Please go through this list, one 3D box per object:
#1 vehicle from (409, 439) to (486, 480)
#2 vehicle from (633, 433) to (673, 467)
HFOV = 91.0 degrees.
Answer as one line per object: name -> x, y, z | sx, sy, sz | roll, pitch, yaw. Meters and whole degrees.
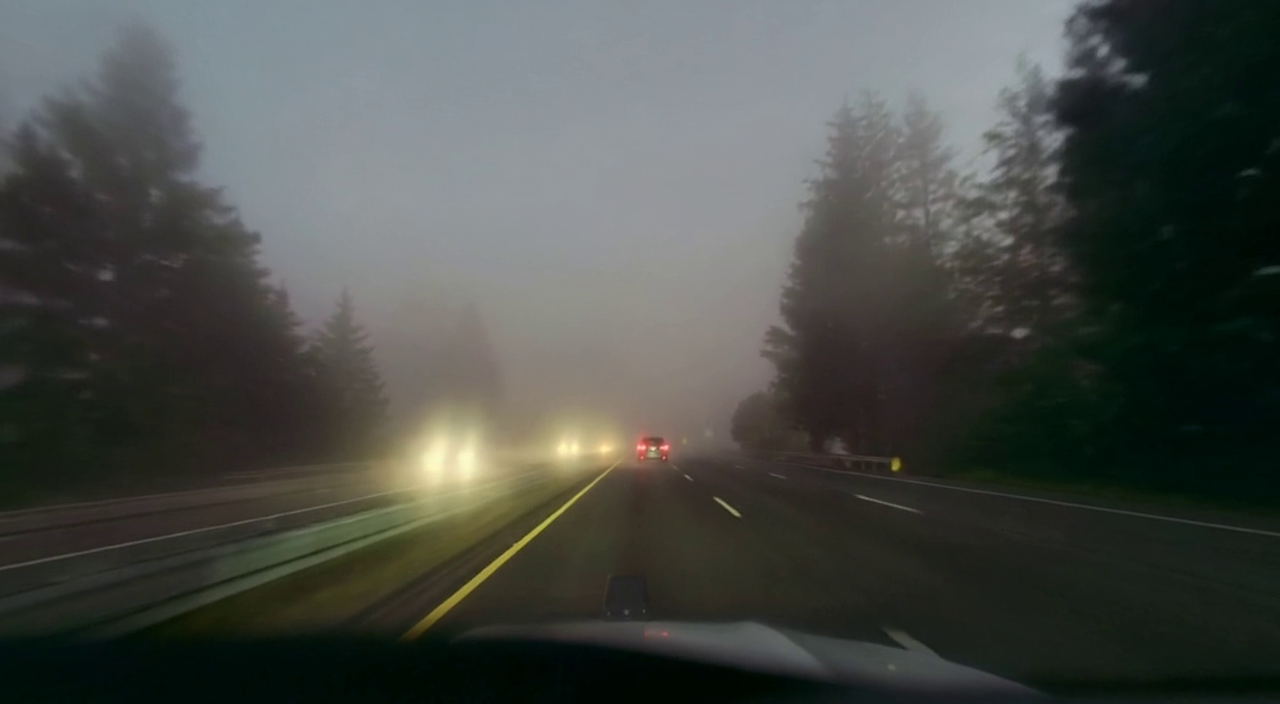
vehicle -> -7.998, 4.490, 26.590 | 1.861, 1.535, 4.353 | 0, -8, 0
vehicle -> 0.790, 5.945, 38.373 | 2.301, 1.944, 4.554 | 0, -8, 1
